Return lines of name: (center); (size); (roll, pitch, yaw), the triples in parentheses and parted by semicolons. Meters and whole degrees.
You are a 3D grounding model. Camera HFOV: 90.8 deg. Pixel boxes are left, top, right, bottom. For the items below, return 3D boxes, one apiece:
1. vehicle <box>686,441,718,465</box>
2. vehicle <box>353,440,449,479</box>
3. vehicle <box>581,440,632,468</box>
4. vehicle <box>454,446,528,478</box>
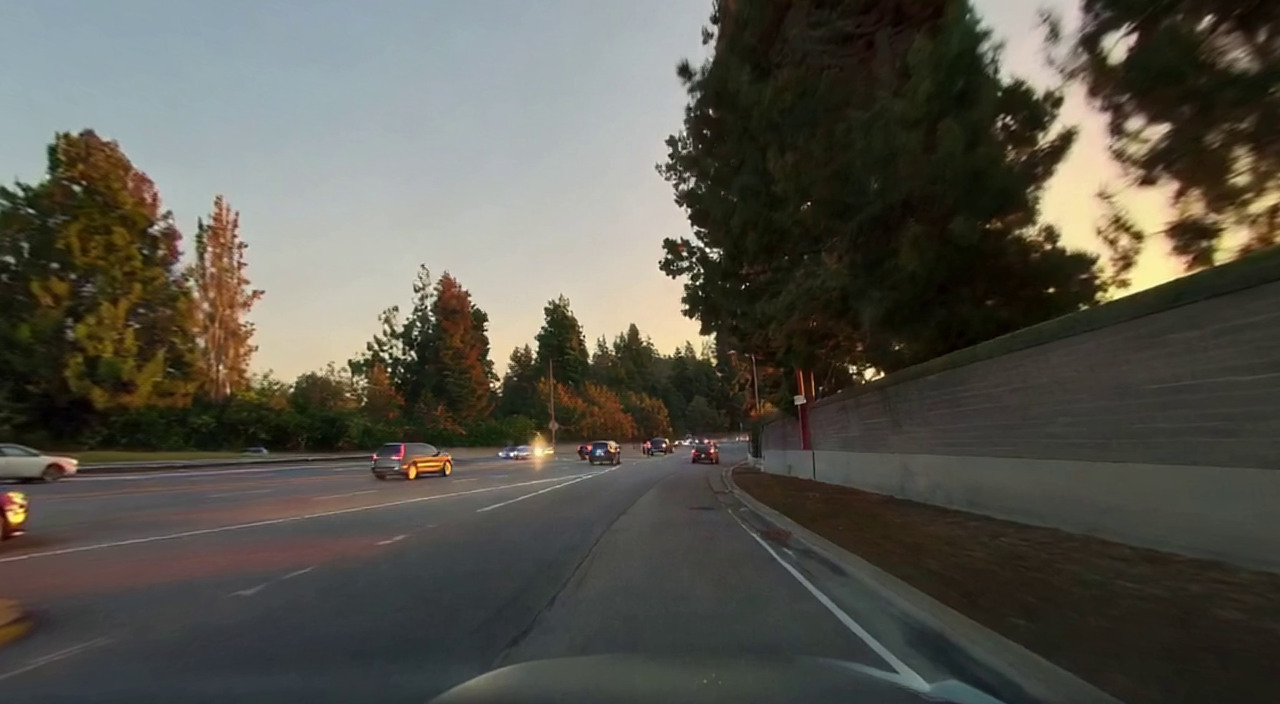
vehicle: (4.653, 7.482, 46.990); (2.012, 1.622, 4.166); (-2, -8, 11)
vehicle: (-11.599, 5.227, 31.078); (2.089, 1.736, 4.662); (-2, -8, 13)
vehicle: (-2.224, 6.986, 43.552); (2.105, 1.764, 5.109); (-2, -8, 13)
vehicle: (-7.486, 5.537, 32.122); (1.860, 1.442, 4.332); (-2, -8, 14)
